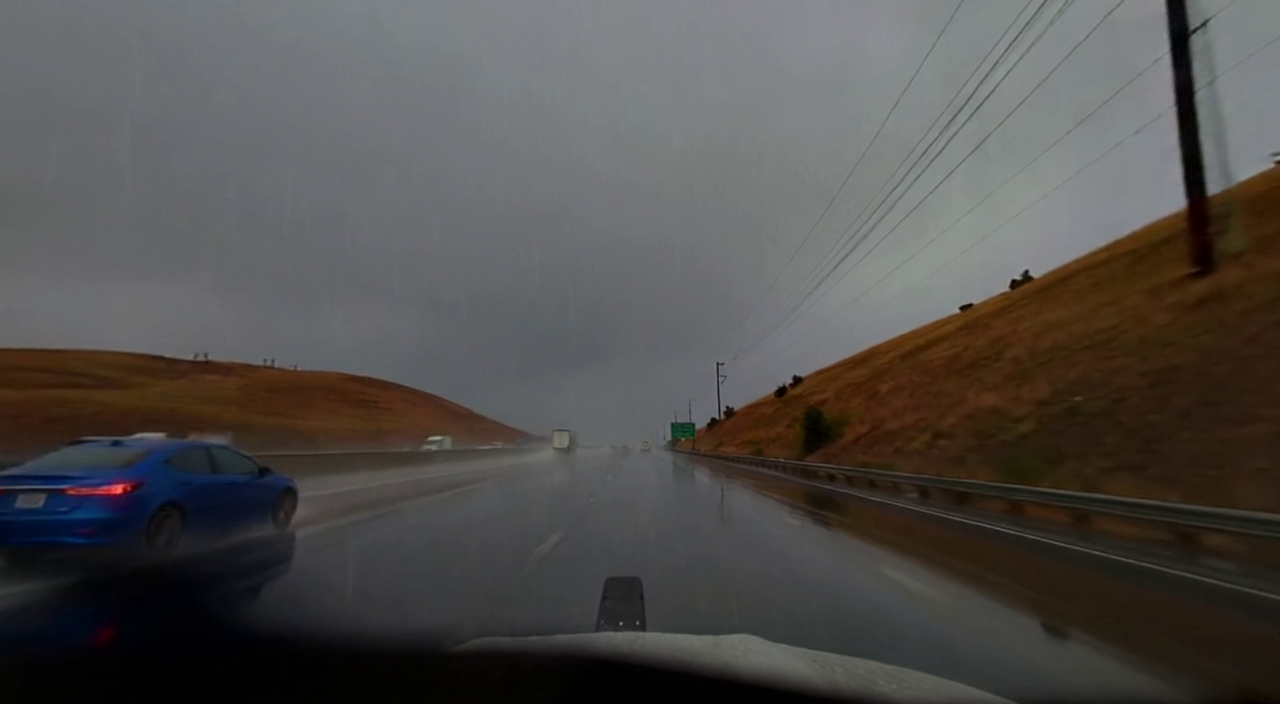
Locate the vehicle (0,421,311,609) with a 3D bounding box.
[{"bbox_3d":[-5.982,1.606,7.149,1.955,1.469,4.554,0,-8,1],"label":"vehicle"}]
